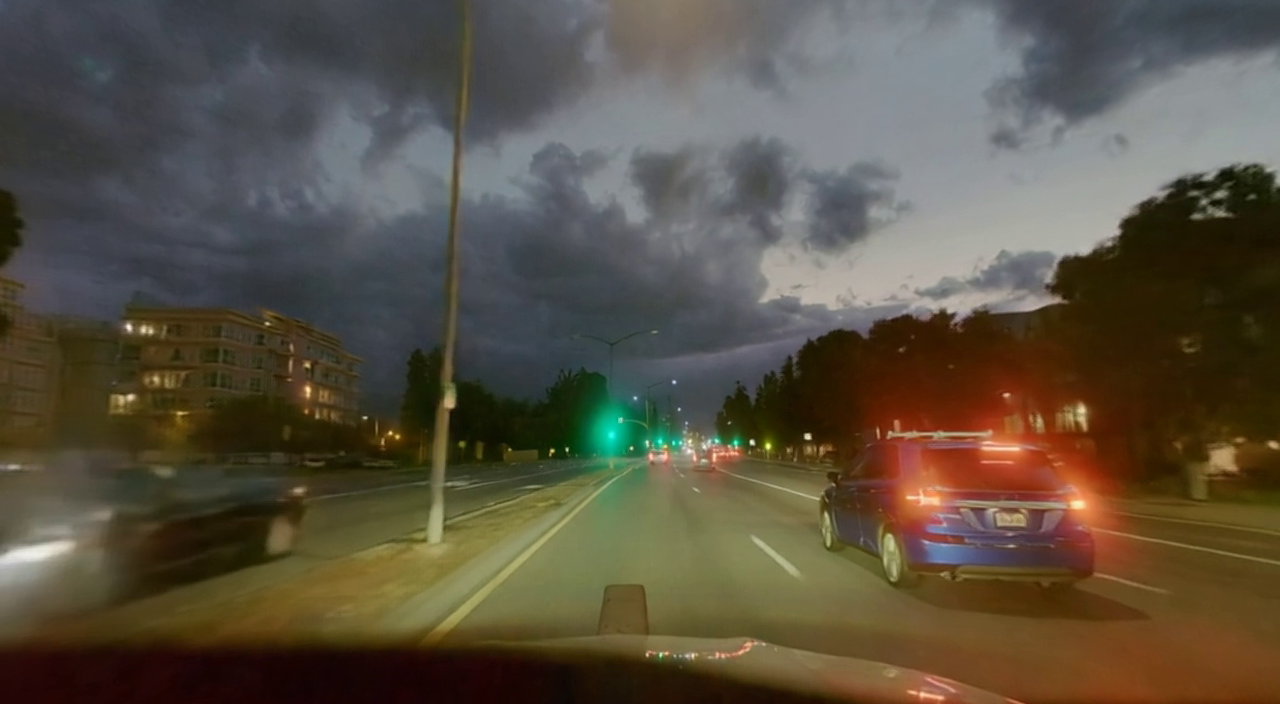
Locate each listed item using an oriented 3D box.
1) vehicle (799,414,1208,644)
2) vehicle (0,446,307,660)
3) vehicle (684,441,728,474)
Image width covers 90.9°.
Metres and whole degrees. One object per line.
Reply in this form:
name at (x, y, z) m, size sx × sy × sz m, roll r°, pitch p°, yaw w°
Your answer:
vehicle at (3.128, 1.574, 6.594) m, size 1.901 × 1.634 × 3.952 m, roll 0°, pitch -8°, yaw 0°
vehicle at (-5.393, 1.657, 6.111) m, size 1.953 × 1.462 × 4.297 m, roll 0°, pitch -8°, yaw 1°
vehicle at (3.925, 6.385, 38.255) m, size 2.154 × 1.844 × 4.634 m, roll 0°, pitch -8°, yaw 0°
